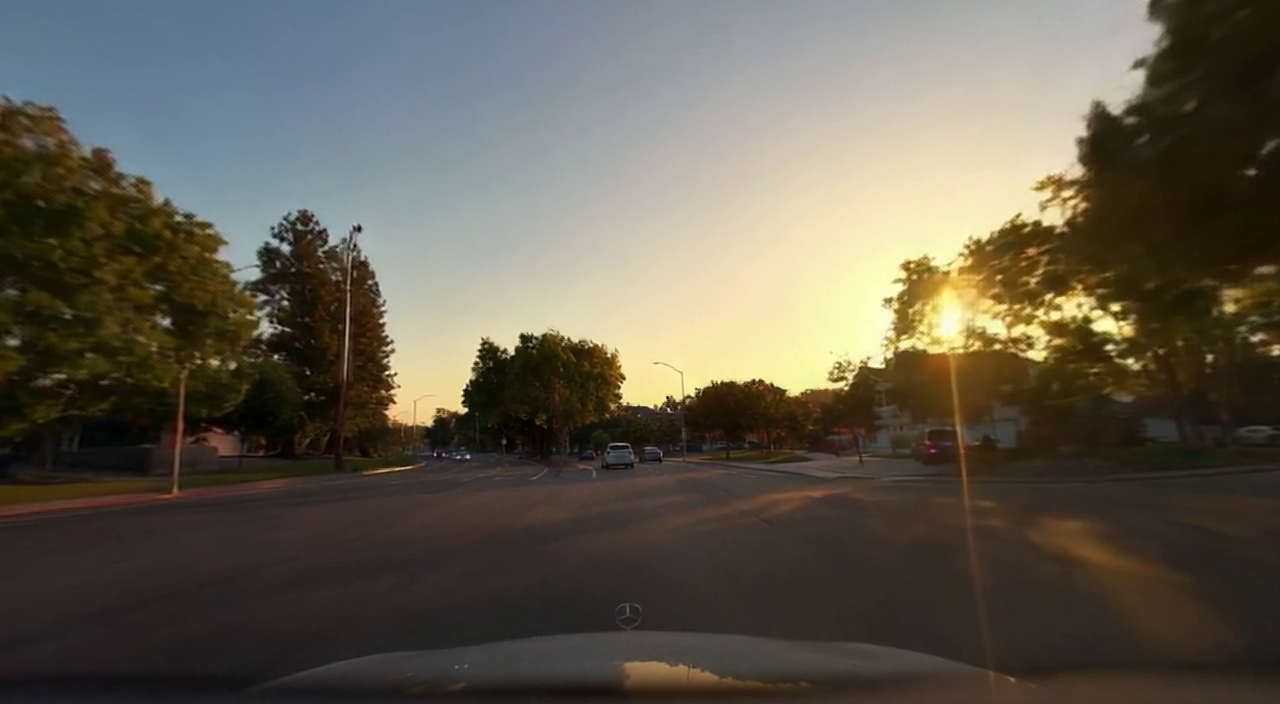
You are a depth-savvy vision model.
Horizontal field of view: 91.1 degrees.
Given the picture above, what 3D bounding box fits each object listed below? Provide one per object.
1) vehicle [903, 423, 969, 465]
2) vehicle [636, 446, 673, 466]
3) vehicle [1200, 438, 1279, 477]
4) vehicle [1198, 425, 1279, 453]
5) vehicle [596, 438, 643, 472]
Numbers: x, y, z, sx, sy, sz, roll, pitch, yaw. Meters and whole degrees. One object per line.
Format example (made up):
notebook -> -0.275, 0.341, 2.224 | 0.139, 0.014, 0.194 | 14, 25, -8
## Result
vehicle -> 14.958, 4.653, 31.761 | 2.666, 1.892, 5.391 | -3, -9, 25
vehicle -> 1.106, 8.142, 49.385 | 1.915, 1.495, 4.880 | 2, -8, -10
vehicle -> 24.743, 4.122, 24.541 | 4.466, 1.414, 1.977 | 3, -9, -14
vehicle -> 35.659, 5.007, 36.043 | 1.847, 1.578, 4.998 | 7, -10, -36
vehicle -> -1.238, 5.784, 35.486 | 2.165, 1.783, 4.391 | 2, -8, -8
